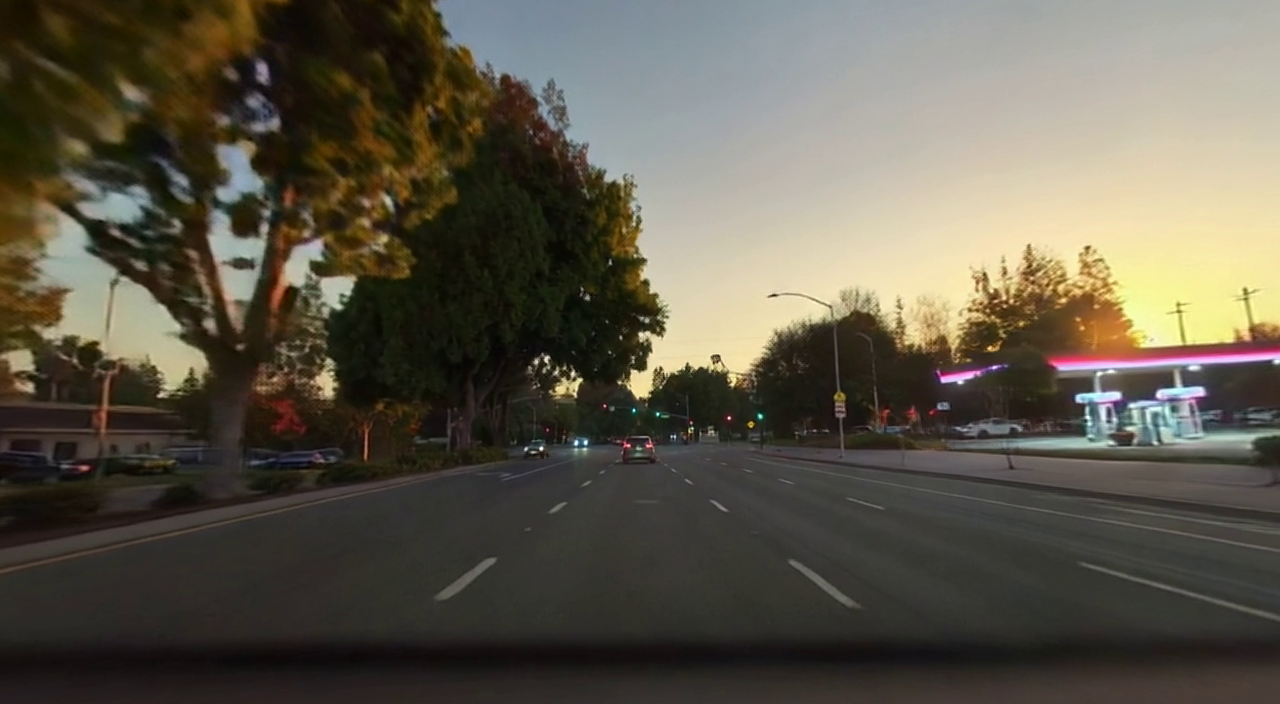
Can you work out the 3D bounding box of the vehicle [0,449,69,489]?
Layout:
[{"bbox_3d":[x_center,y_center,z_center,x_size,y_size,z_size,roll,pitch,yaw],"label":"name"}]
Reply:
[{"bbox_3d":[-28.704,5.305,28.845,4.749,1.666,1.859,-4,-9,24],"label":"vehicle"}]

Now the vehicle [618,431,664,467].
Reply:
[{"bbox_3d":[0.031,4.968,32.359,2.213,1.715,4.242,0,-8,-1],"label":"vehicle"}]
